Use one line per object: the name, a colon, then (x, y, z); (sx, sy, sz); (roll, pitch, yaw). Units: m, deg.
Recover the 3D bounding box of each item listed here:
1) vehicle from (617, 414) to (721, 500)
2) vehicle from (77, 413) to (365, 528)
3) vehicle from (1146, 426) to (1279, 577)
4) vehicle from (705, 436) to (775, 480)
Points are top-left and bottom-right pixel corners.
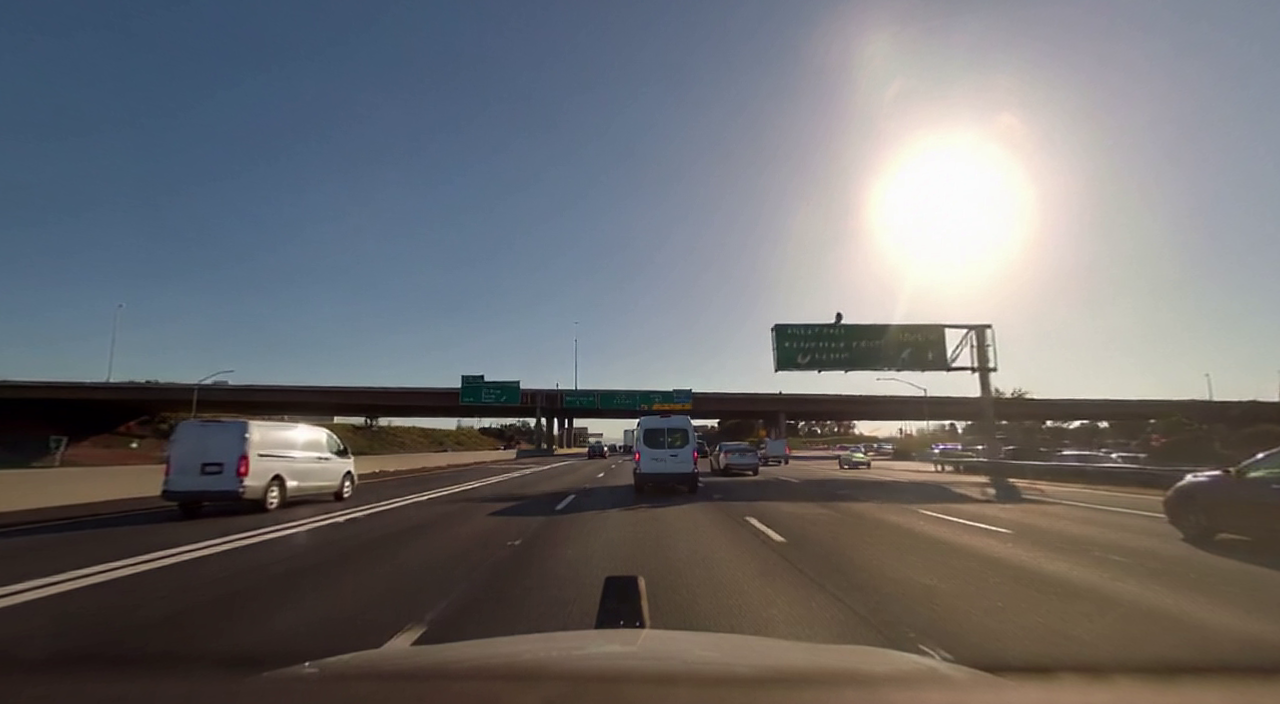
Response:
vehicle: (0.646, 2.884, 17.588); (2.509, 2.062, 4.639); (0, -9, -1)
vehicle: (-7.599, 2.210, 12.308); (2.192, 1.776, 4.957); (0, -9, 0)
vehicle: (7.471, 1.422, 5.730); (2.016, 1.507, 4.474); (0, -9, 0)
vehicle: (4.052, 4.379, 26.267); (2.146, 1.678, 4.489); (0, -9, -1)
